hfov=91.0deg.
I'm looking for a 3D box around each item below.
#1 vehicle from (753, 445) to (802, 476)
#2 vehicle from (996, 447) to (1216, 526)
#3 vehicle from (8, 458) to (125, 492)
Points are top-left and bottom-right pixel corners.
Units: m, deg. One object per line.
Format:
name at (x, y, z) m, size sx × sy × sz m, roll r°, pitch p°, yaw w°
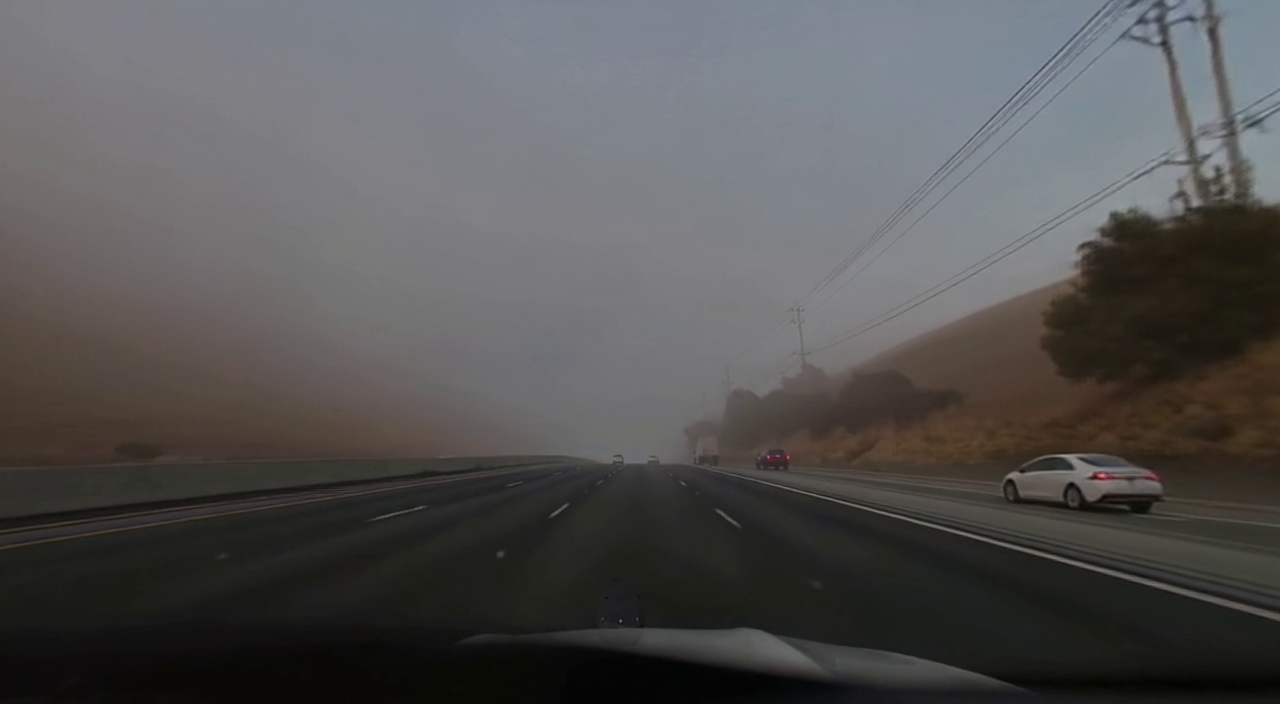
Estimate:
vehicle at (8.886, 7.012, 41.017) m, size 2.108 × 1.870 × 4.435 m, roll 0°, pitch -9°, yaw -1°
vehicle at (9.934, 2.845, 13.880) m, size 1.884 × 1.486 × 3.770 m, roll 0°, pitch -9°, yaw -1°
vehicle at (-29.217, 6.259, 32.329) m, size 1.793 × 1.511 × 4.676 m, roll 1°, pitch -9°, yaw -3°
